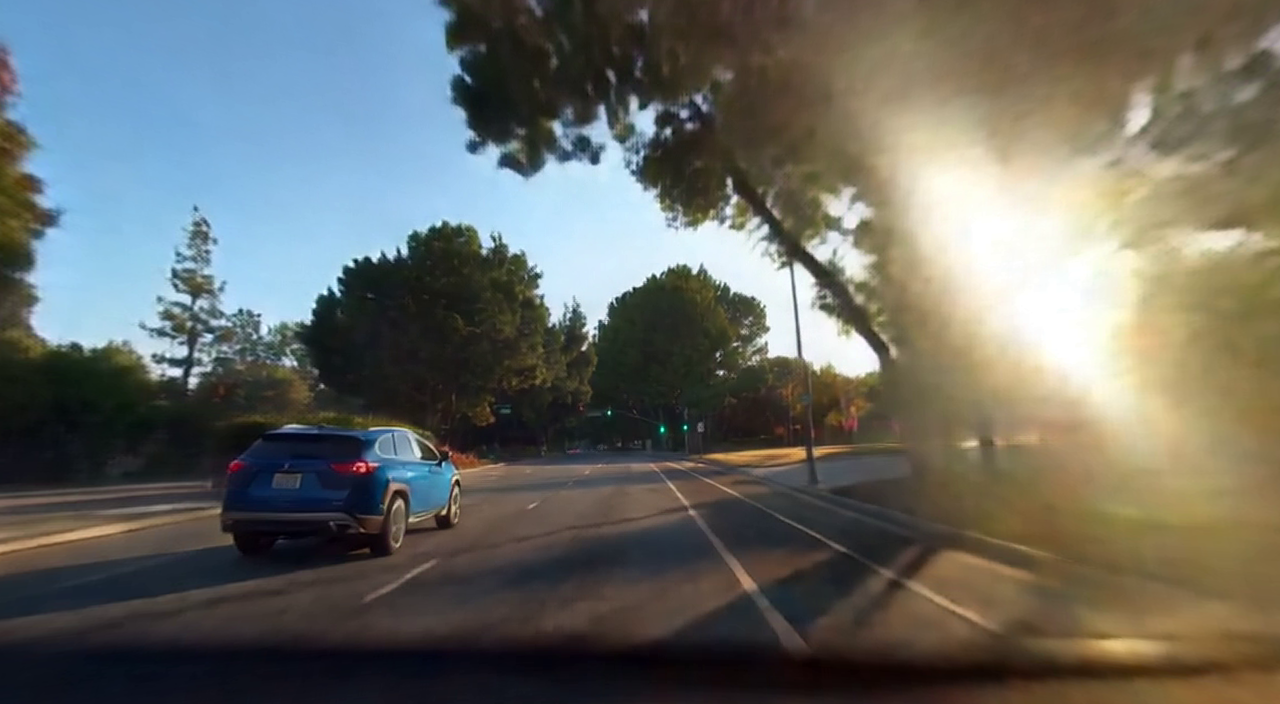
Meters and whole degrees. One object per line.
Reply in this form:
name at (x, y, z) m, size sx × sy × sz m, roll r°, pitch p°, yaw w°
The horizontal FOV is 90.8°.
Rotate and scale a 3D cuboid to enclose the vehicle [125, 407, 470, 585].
vehicle at (-3.953, 1.737, 8.450) m, size 2.121 × 1.724 × 4.392 m, roll 0°, pitch -9°, yaw 0°
